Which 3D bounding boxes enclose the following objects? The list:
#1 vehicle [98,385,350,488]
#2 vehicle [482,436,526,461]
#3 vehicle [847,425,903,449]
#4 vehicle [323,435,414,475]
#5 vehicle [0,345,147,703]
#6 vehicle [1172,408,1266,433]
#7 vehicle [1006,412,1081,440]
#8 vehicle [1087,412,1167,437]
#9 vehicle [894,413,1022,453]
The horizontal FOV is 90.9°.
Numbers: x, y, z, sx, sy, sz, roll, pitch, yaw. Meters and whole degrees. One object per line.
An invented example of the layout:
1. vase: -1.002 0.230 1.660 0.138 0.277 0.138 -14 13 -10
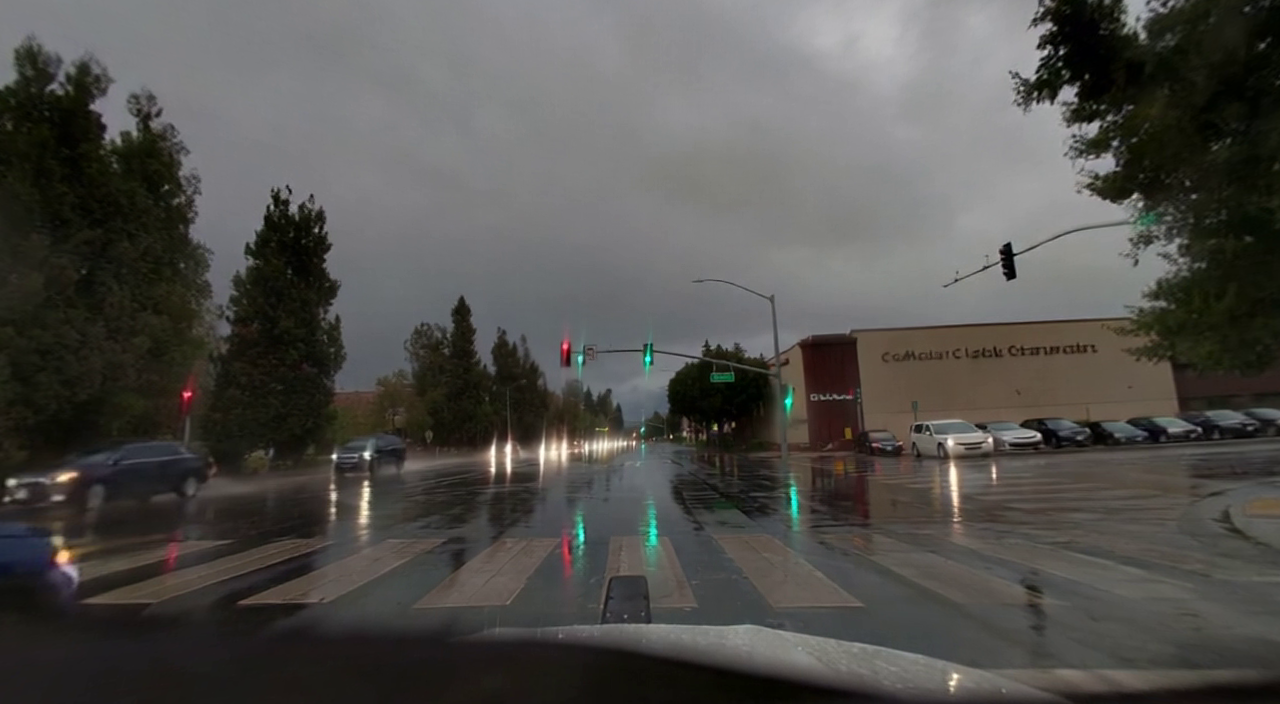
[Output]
1. vehicle: -16.554 3.638 26.793 3.161 3.455 11.058 0 -8 0
2. vehicle: -9.251 6.603 43.327 2.026 1.616 4.199 0 -8 1
3. vehicle: 17.201 6.286 46.296 3.329 1.415 1.821 -6 -9 2
4. vehicle: -12.231 4.666 28.799 2.181 1.653 4.468 0 -8 0
5. vehicle: -3.360 0.566 0.693 1.934 1.649 4.490 0 -8 1
6. vehicle: 38.439 4.602 42.017 1.715 1.480 4.701 0 -8 -1
7. vehicle: 26.316 4.879 41.263 2.011 1.656 4.163 0 -8 -3
8. vehicle: 31.380 4.731 40.772 1.823 1.480 4.003 0 -8 -4
9. vehicle: 14.005 3.594 27.933 4.566 1.670 2.000 0 -8 -2
